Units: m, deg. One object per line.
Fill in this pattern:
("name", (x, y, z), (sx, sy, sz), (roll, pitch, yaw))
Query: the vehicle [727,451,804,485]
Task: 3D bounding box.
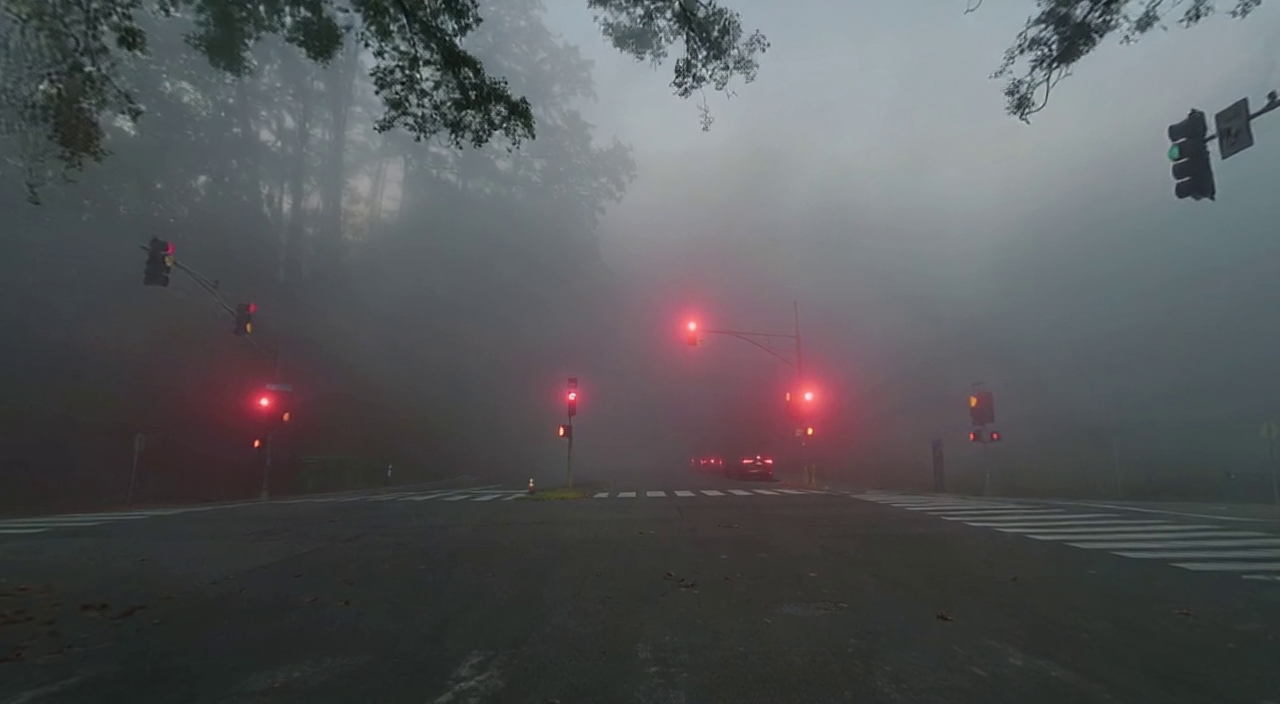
("vehicle", (8.826, 8.247, 45.446), (2.771, 2.214, 7.159), (2, -9, -12))
